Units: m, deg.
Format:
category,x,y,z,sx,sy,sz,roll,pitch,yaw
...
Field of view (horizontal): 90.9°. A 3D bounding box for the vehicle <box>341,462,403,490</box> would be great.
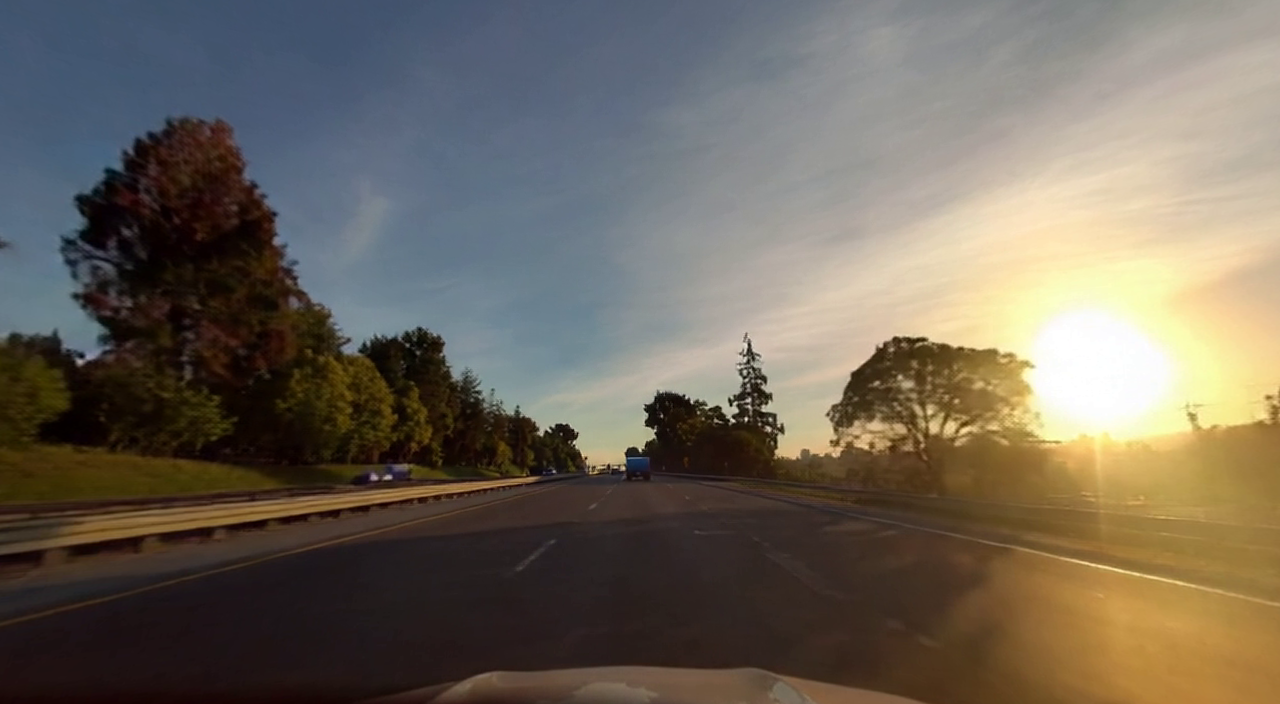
category,x,y,z,sx,sy,sz,roll,pitch,yaw
vehicle,-17.040,7.899,40.311,2.099,1.625,4.099,1,-10,1
